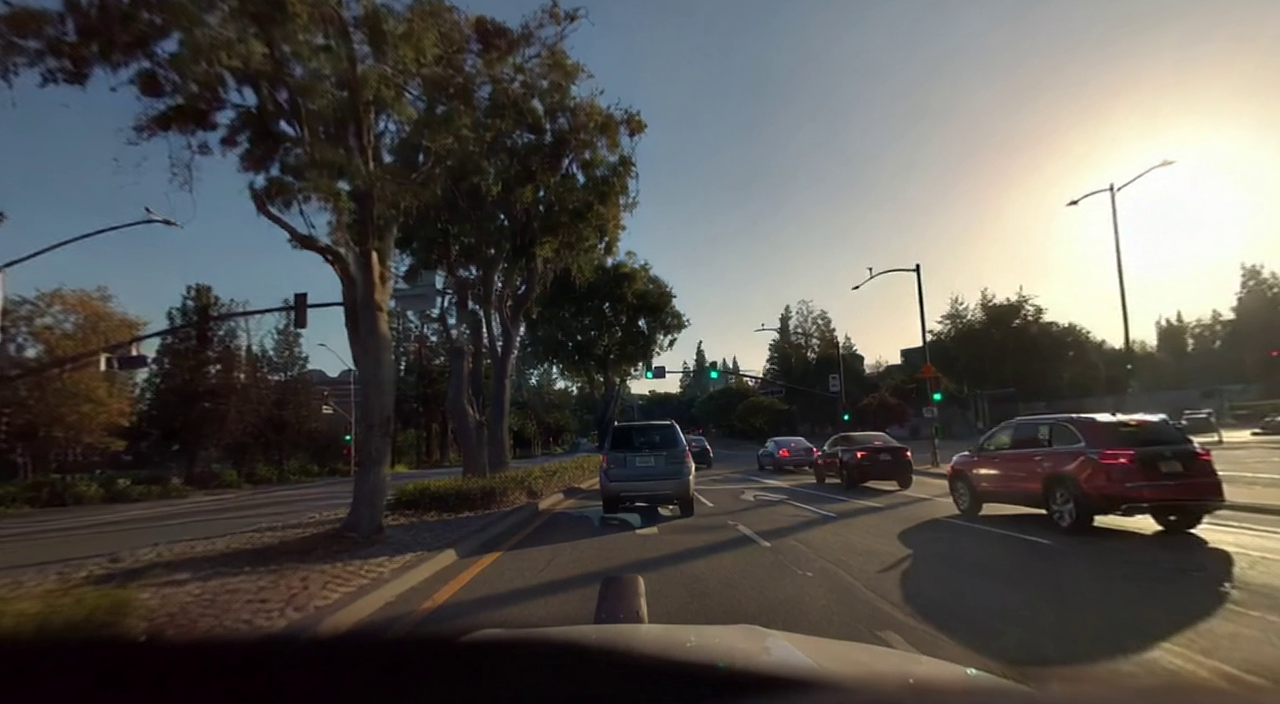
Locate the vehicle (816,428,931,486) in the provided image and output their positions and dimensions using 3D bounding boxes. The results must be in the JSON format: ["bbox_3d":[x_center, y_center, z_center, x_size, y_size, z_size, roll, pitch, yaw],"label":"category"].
[{"bbox_3d":[7.283,3.331,20.225,2.025,1.642,4.189,0,-9,0],"label":"vehicle"}]

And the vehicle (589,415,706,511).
[{"bbox_3d":[0.113,2.535,14.788,2.353,1.894,4.122,0,-9,-1],"label":"vehicle"}]

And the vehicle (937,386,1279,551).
[{"bbox_3d":[7.120,1.734,9.966,2.251,1.873,5.346,0,-9,0],"label":"vehicle"}]

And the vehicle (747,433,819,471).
[{"bbox_3d":[7.155,5.075,32.298,2.440,1.775,4.791,0,-9,-2],"label":"vehicle"}]
